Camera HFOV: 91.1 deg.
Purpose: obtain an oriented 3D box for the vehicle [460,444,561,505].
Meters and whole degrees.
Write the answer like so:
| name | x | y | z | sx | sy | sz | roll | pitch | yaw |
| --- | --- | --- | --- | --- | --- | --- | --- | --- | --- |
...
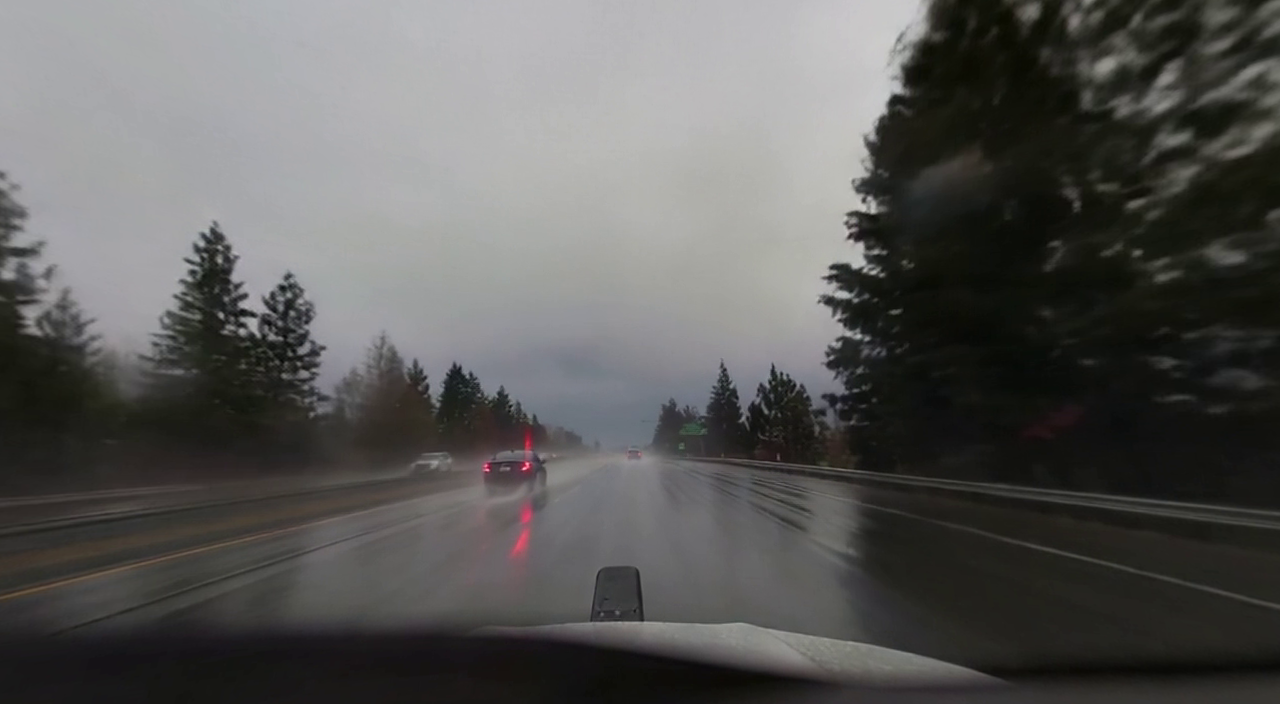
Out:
| name | x | y | z | sx | sy | sz | roll | pitch | yaw |
| --- | --- | --- | --- | --- | --- | --- | --- | --- | --- |
| vehicle | -3.485 | 3.378 | 17.745 | 1.970 | 1.492 | 3.944 | 0 | -9 | 0 |
